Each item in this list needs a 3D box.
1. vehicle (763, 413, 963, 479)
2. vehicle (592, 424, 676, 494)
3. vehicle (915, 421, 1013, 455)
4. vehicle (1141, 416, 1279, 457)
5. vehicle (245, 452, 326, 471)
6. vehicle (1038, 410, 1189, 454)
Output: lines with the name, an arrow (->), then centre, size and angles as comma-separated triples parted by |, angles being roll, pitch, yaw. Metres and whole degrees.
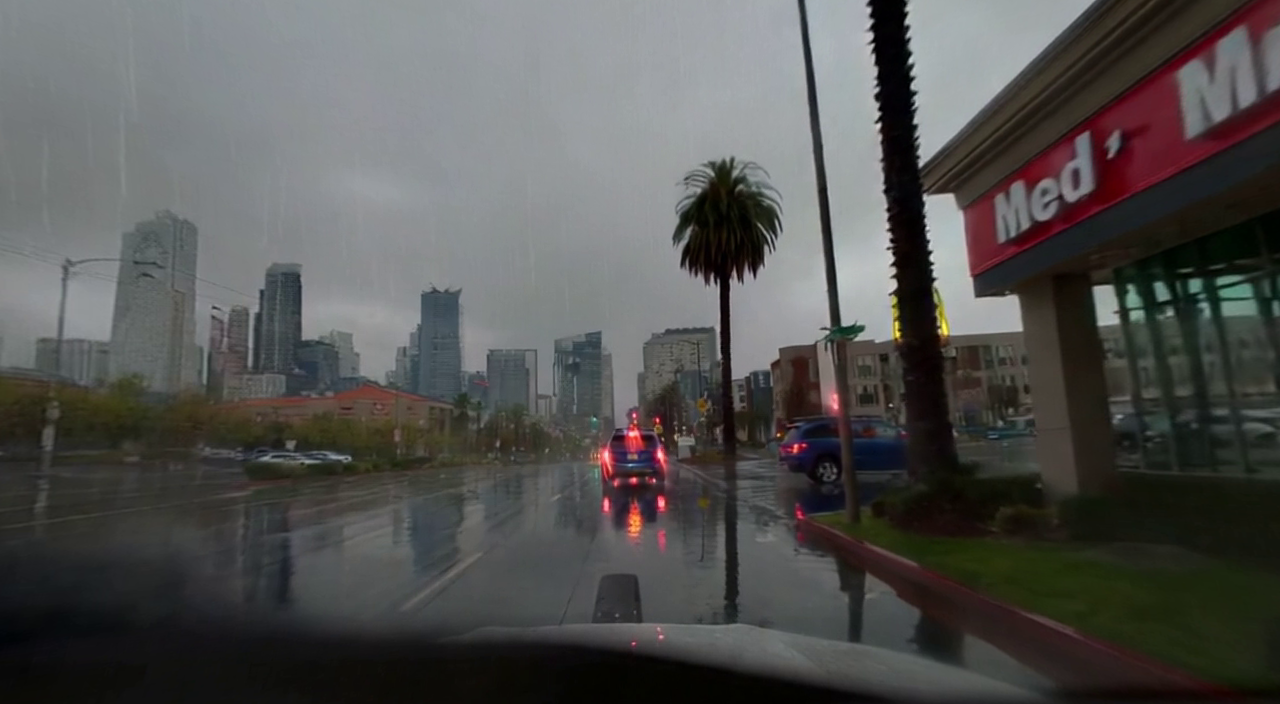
vehicle -> 6.187, 2.686, 18.032 | 4.828, 1.733, 2.231 | 0, -9, -1
vehicle -> -0.195, 3.134, 18.736 | 2.234, 1.818, 3.869 | 0, -9, -1
vehicle -> 16.378, 4.357, 31.832 | 4.918, 1.595, 2.213 | 6, -11, -34
vehicle -> 24.168, 3.597, 26.747 | 1.867, 1.571, 4.153 | 3, -9, -20
vehicle -> -26.836, 8.268, 47.998 | 5.154, 1.343, 1.943 | 4, -9, -23
vehicle -> 19.947, 3.489, 27.054 | 2.080, 1.702, 5.430 | 0, -9, -3
